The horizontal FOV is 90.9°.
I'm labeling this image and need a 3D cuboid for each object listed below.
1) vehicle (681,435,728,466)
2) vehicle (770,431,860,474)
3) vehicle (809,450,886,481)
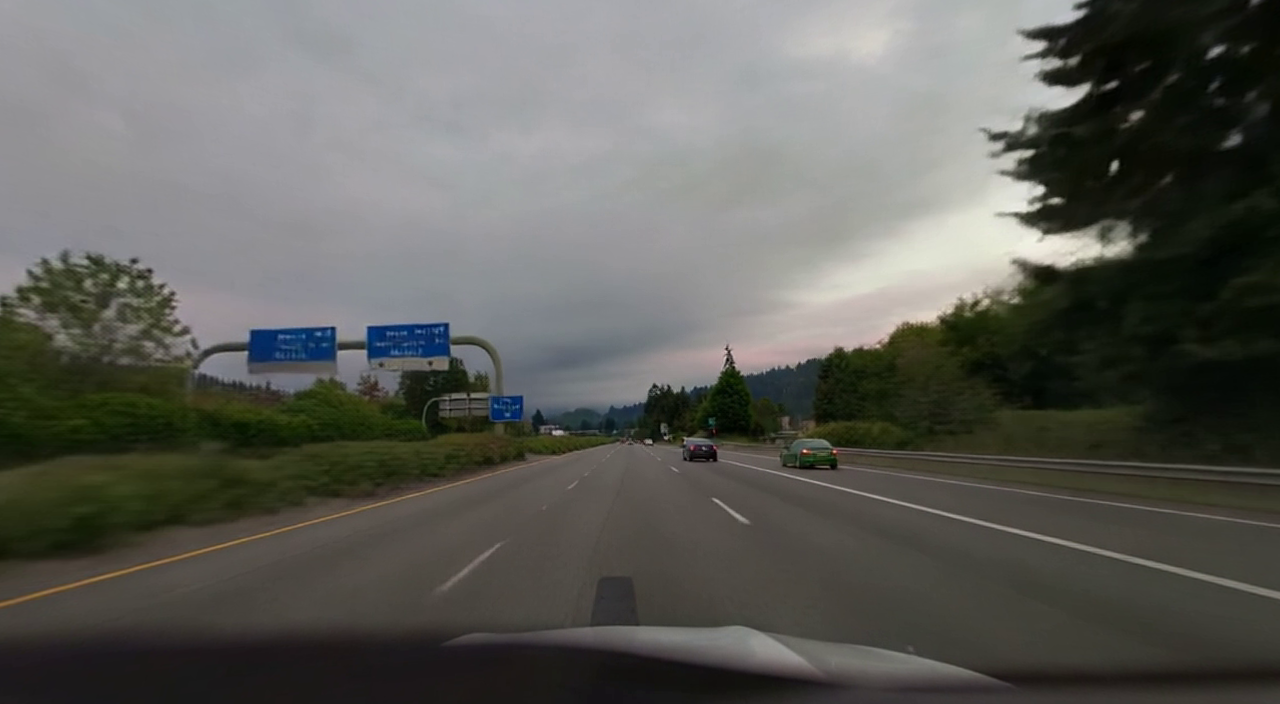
[{"bbox_3d":[3.179,4.945,31.843,1.819,1.468,3.770,0,-8,-2],"label":"vehicle"},{"bbox_3d":[6.754,3.923,24.947,2.003,1.522,4.940,0,-8,-1],"label":"vehicle"},{"bbox_3d":[6.865,3.760,21.077,1.535,0.862,2.814,0,-8,-2],"label":"vehicle"}]
